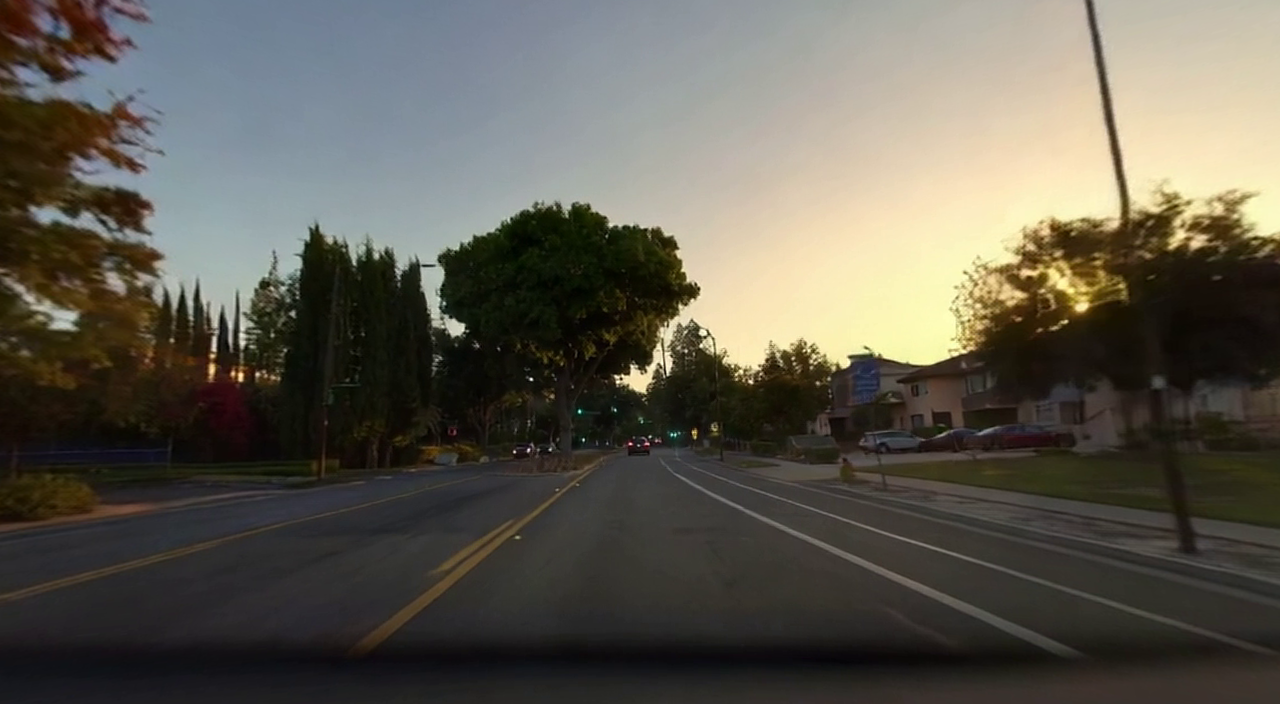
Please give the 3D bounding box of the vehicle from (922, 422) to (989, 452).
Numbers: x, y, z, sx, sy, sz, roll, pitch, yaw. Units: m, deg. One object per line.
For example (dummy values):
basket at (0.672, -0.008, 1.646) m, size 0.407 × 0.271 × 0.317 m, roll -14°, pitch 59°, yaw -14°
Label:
vehicle at (19.642, 5.378, 39.565) m, size 1.924 × 1.703 × 4.254 m, roll -2°, pitch -9°, yaw 0°
